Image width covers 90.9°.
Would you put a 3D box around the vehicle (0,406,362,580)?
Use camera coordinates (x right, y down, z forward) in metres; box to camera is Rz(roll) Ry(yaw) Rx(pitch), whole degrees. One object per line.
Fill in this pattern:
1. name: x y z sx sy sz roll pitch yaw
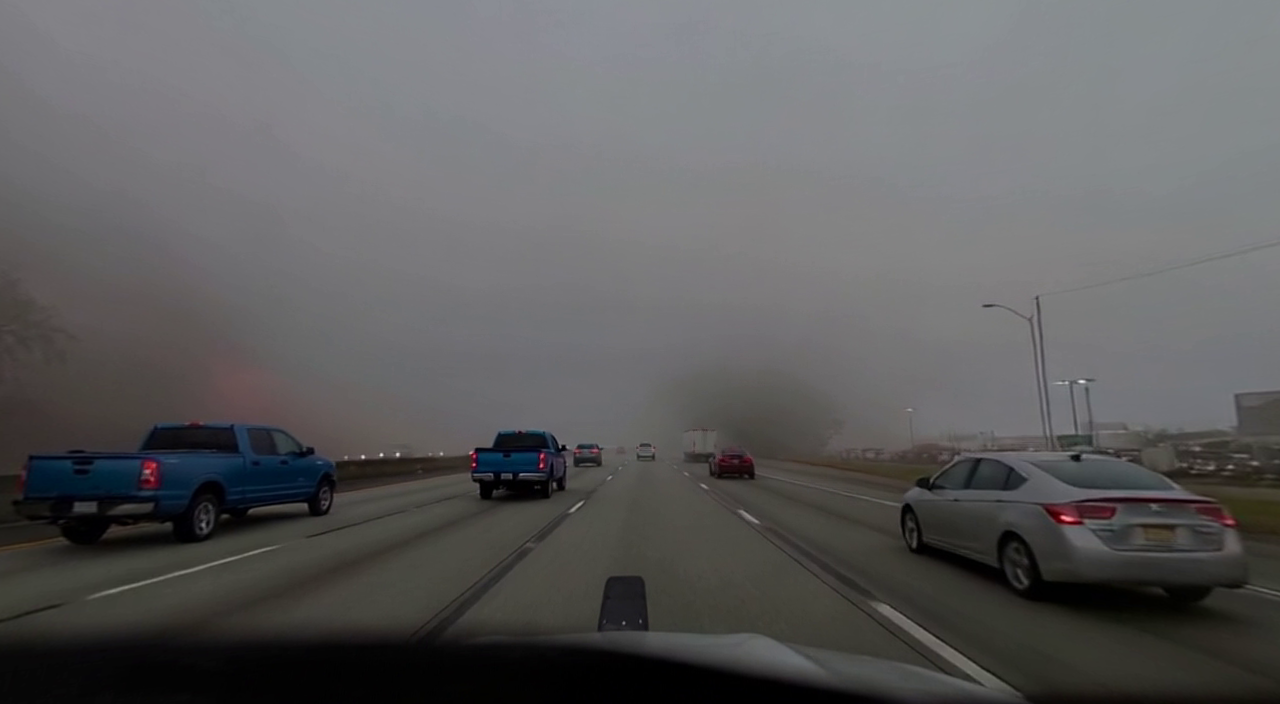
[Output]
1. vehicle: -6.487 1.855 9.251 2.428 1.812 5.131 0 -8 1

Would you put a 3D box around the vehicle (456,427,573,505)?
1. vehicle: -3.126 2.958 16.812 2.146 1.775 4.553 0 -8 1

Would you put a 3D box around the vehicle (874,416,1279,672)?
1. vehicle: 4.145 1.466 6.030 2.111 1.498 4.466 0 -8 0

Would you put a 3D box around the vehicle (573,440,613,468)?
1. vehicle: -3.048 6.754 42.035 2.209 1.714 4.576 0 -8 1

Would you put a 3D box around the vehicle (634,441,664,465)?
1. vehicle: 0.657 7.393 46.312 2.080 1.682 4.150 0 -8 0

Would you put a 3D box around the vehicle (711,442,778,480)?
1. vehicle: 4.409 4.649 27.253 2.072 1.456 4.537 0 -8 -1
